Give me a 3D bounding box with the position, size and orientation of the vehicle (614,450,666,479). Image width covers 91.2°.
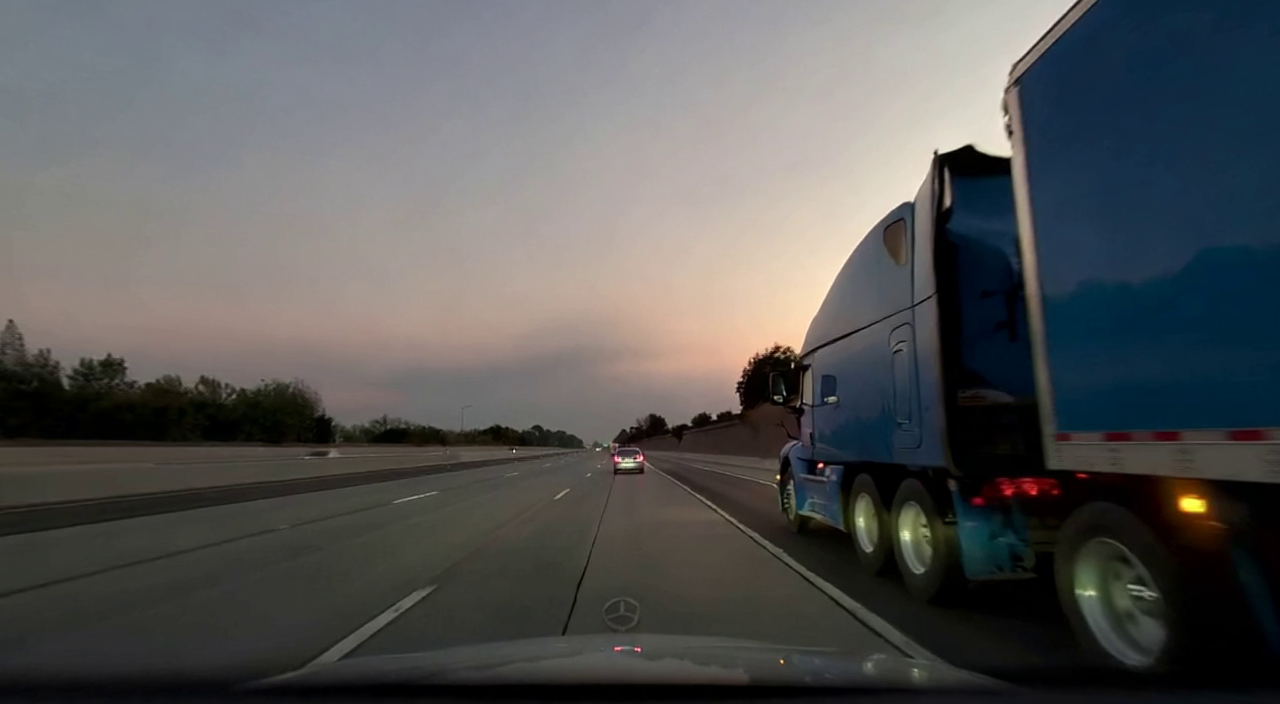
[{"bbox_3d":[-0.105,5.618,31.712,2.398,1.336,5.698,0,-9,-2],"label":"vehicle"}]
